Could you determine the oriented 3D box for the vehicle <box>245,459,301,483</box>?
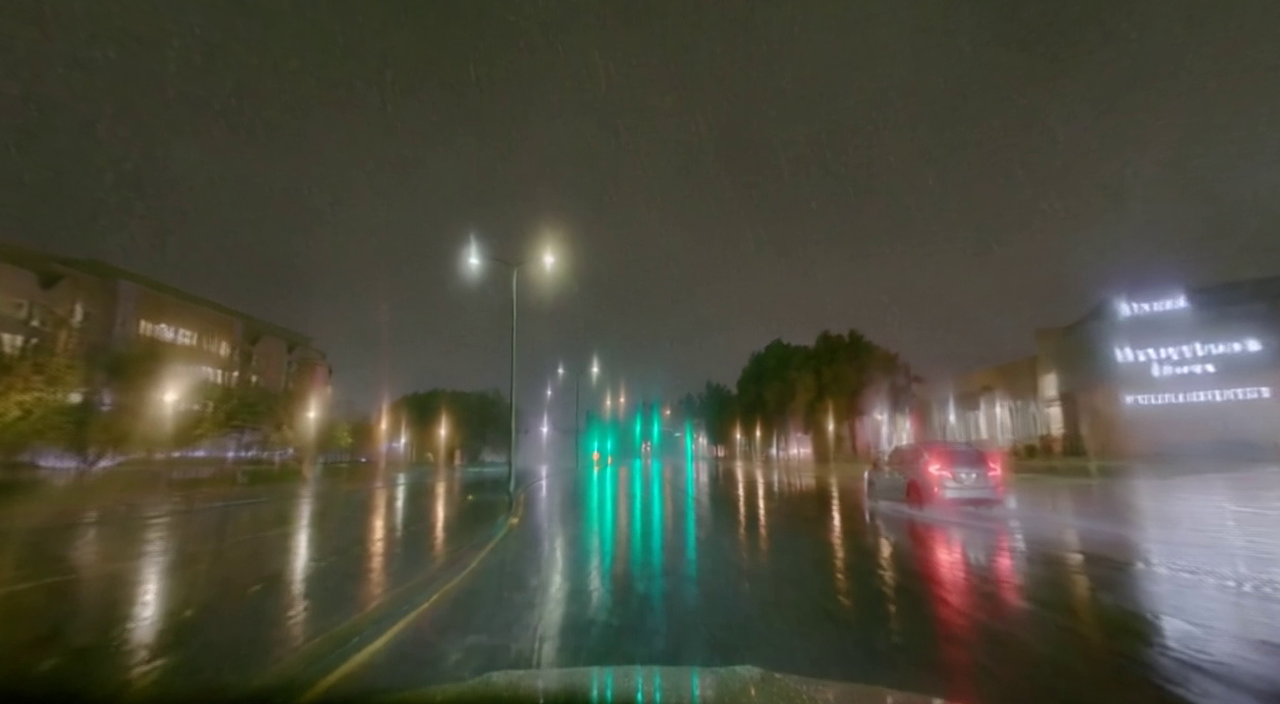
[{"bbox_3d":[-27.666,8.917,47.545,4.967,1.587,2.096,-8,-11,41],"label":"vehicle"}]

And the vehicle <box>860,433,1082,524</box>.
[{"bbox_3d":[6.395,2.484,13.026,1.913,1.504,4.738,0,-9,-1],"label":"vehicle"}]
